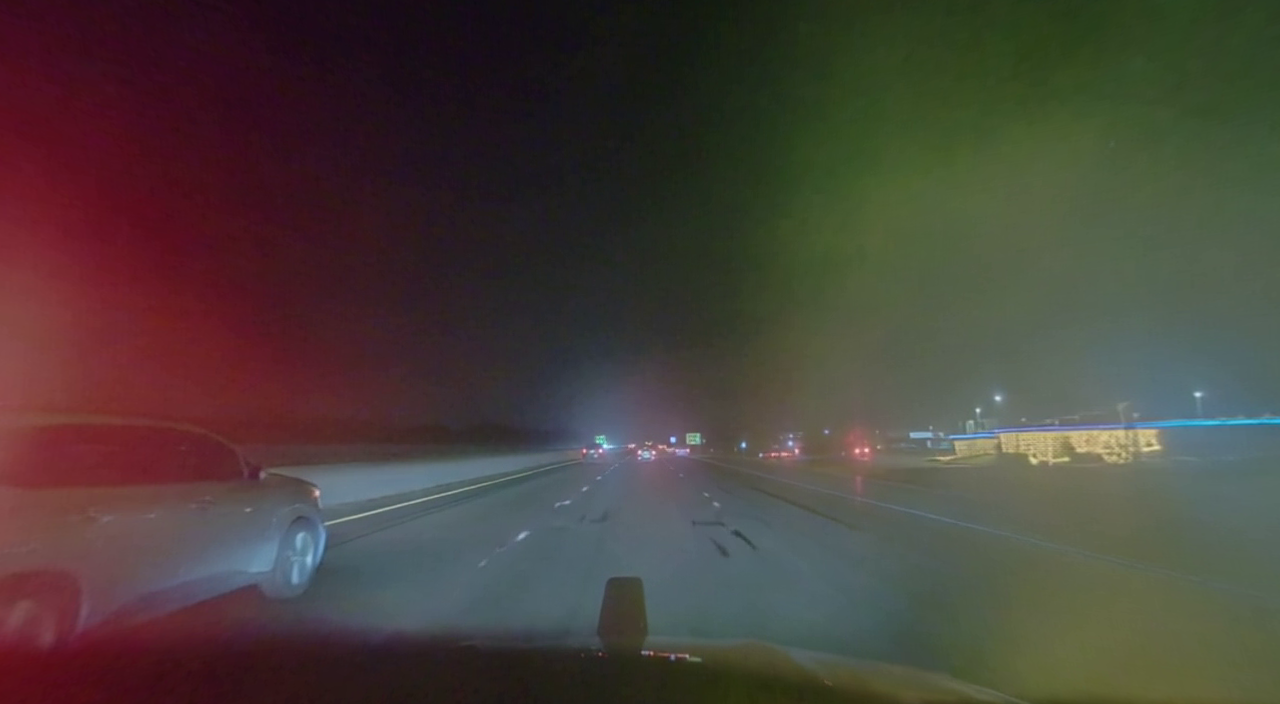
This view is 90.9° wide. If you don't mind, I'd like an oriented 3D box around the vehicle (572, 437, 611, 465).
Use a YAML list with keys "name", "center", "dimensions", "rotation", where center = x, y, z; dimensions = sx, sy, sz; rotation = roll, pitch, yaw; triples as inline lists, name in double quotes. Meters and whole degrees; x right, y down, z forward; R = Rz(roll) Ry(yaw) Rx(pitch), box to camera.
- name: "vehicle"
  center: [-3.545, 7.364, 47.186]
  dimensions: [2.403, 1.946, 5.623]
  rotation: [0, -8, 1]

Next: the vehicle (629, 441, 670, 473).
- name: "vehicle"
  center: [0.464, 5.450, 33.054]
  dimensions: [2.000, 1.558, 3.945]
  rotation: [0, -8, 0]

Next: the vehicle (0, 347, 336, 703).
- name: "vehicle"
  center: [-3.956, 0.966, 3.431]
  dimensions: [2.239, 1.761, 4.620]
  rotation: [0, -8, 1]
